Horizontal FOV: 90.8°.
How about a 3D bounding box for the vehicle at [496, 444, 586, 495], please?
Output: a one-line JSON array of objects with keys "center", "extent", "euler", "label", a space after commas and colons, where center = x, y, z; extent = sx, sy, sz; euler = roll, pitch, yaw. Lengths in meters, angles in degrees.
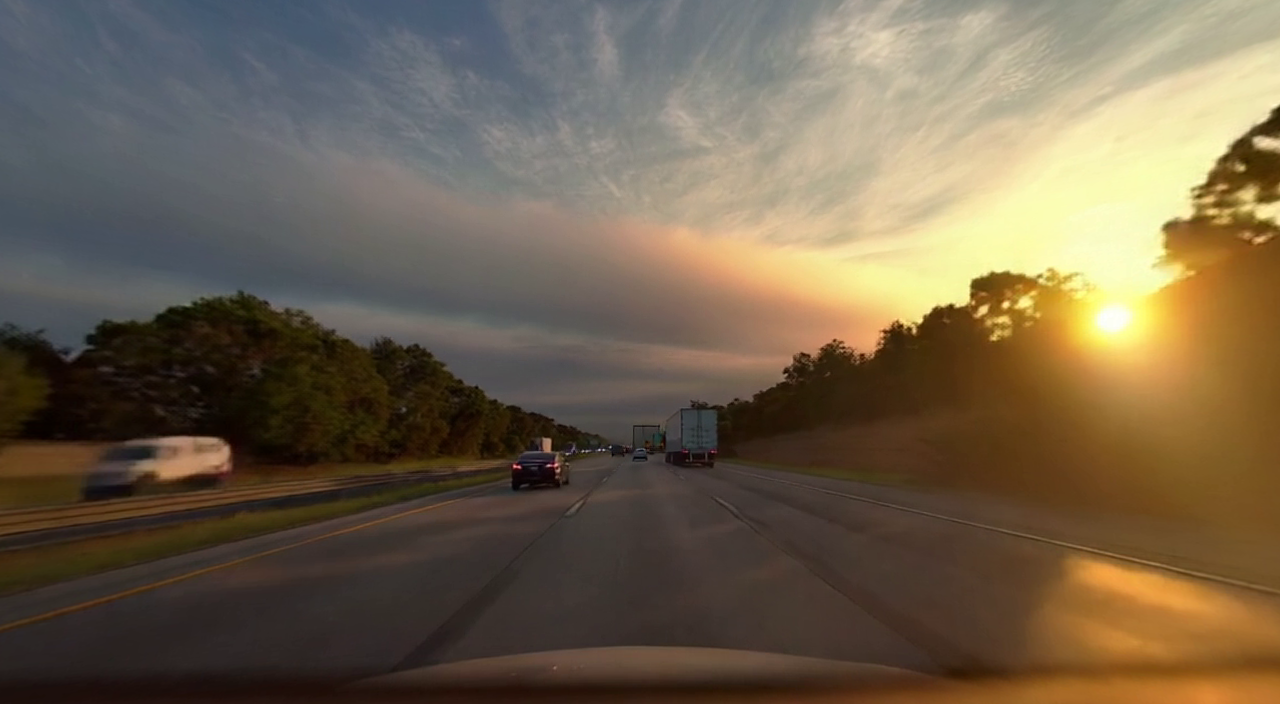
[{"center": [-3.038, 3.732, 20.459], "extent": [2.121, 1.445, 4.651], "euler": [0, -9, 1], "label": "vehicle"}]
